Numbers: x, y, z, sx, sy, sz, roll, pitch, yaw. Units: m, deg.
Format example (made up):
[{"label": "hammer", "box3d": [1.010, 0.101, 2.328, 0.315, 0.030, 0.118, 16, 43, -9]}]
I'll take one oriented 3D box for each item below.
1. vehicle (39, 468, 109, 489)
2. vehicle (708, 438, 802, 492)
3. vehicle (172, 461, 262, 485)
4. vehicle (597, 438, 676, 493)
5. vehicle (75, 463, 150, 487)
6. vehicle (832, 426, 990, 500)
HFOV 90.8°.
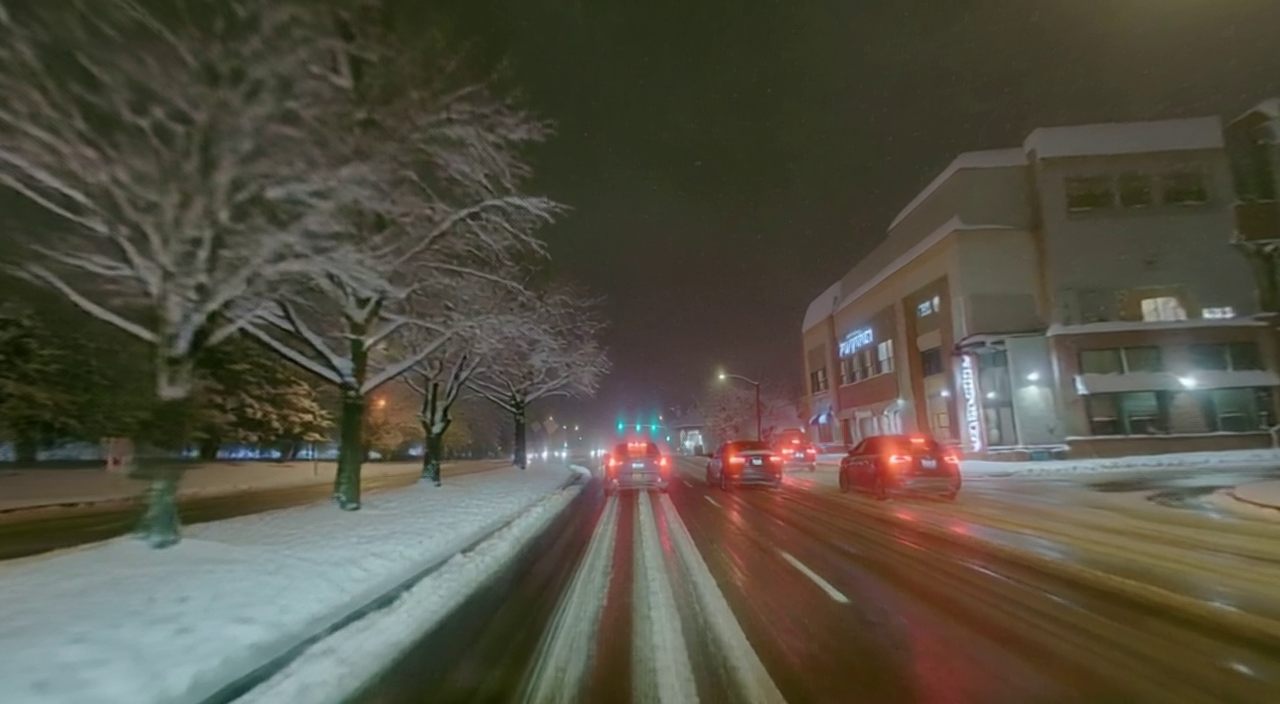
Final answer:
[{"label": "vehicle", "box3d": [-43.932, 9.811, 49.146, 1.926, 1.430, 3.780, 0, -9, -1]}, {"label": "vehicle", "box3d": [3.403, 3.428, 19.520, 1.993, 1.477, 4.240, 0, -9, -2]}, {"label": "vehicle", "box3d": [-28.230, 8.076, 42.283, 4.693, 1.499, 1.838, 0, -9, 0]}, {"label": "vehicle", "box3d": [-0.175, 3.347, 18.967, 2.101, 1.444, 4.248, 0, -9, -2]}, {"label": "vehicle", "box3d": [-41.124, 9.607, 49.407, 1.864, 1.585, 4.629, -2, -8, 0]}, {"label": "vehicle", "box3d": [7.070, 2.957, 17.208, 2.052, 1.708, 4.842, 0, -9, -1]}]
